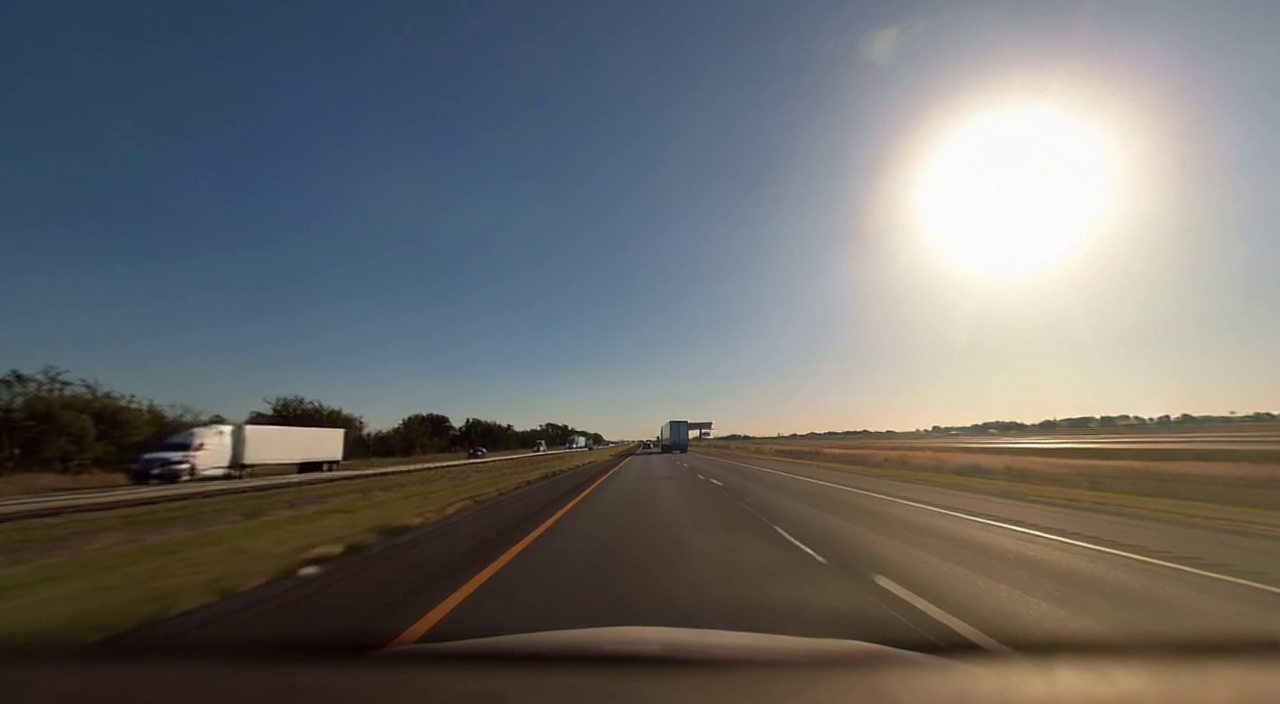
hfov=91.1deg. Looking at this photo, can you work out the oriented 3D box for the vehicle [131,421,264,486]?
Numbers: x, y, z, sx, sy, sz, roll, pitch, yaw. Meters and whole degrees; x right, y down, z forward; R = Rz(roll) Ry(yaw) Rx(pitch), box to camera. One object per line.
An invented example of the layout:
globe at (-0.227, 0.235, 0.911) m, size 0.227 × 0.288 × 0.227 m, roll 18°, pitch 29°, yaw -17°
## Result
vehicle at (-32.081, 7.403, 46.183) m, size 3.095 × 4.280 × 8.662 m, roll 0°, pitch -8°, yaw 2°
